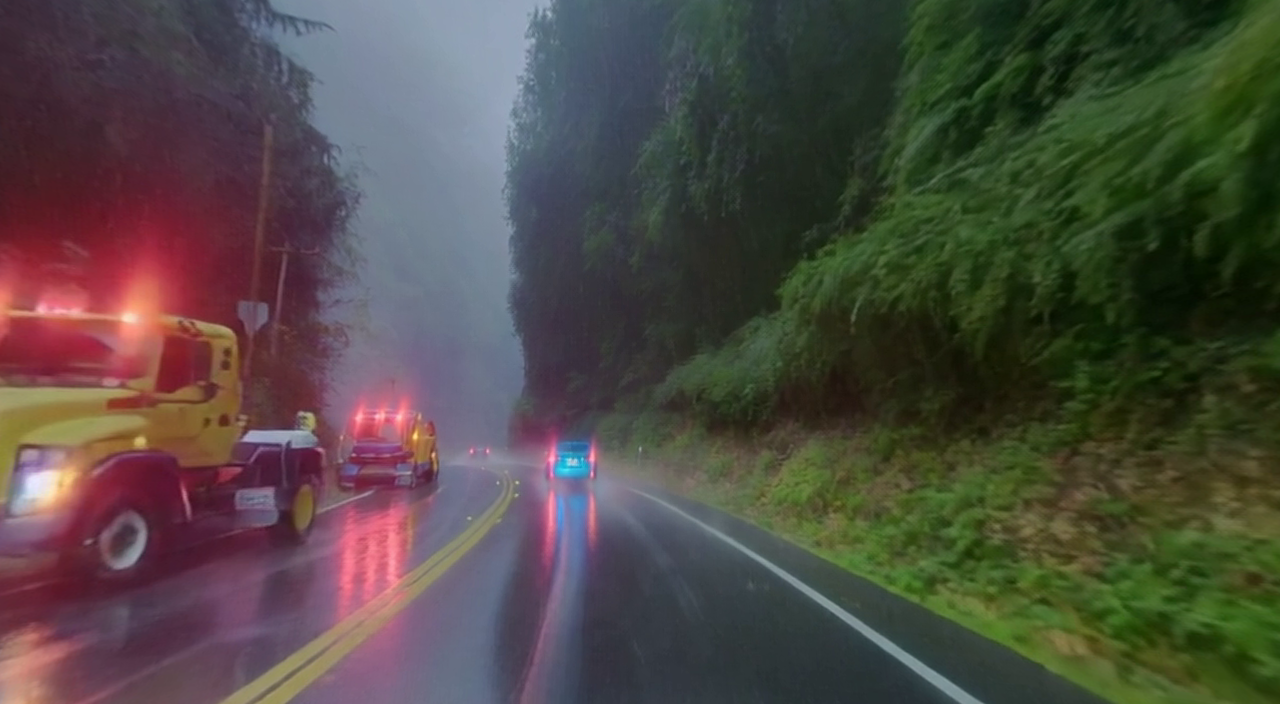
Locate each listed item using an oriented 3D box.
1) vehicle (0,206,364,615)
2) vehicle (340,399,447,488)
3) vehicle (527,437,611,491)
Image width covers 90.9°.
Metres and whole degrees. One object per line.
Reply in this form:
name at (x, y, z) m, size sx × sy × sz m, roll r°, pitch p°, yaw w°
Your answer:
vehicle at (-5.630, 0.748, 7.387) m, size 2.364 × 3.191 × 4.942 m, roll 0°, pitch -8°, yaw 1°
vehicle at (-7.855, 2.983, 20.601) m, size 2.257 × 2.597 × 4.069 m, roll 1°, pitch -9°, yaw -8°
vehicle at (-2.361, 3.478, 20.007) m, size 2.259 × 1.503 × 4.075 m, roll 2°, pitch -9°, yaw -12°
